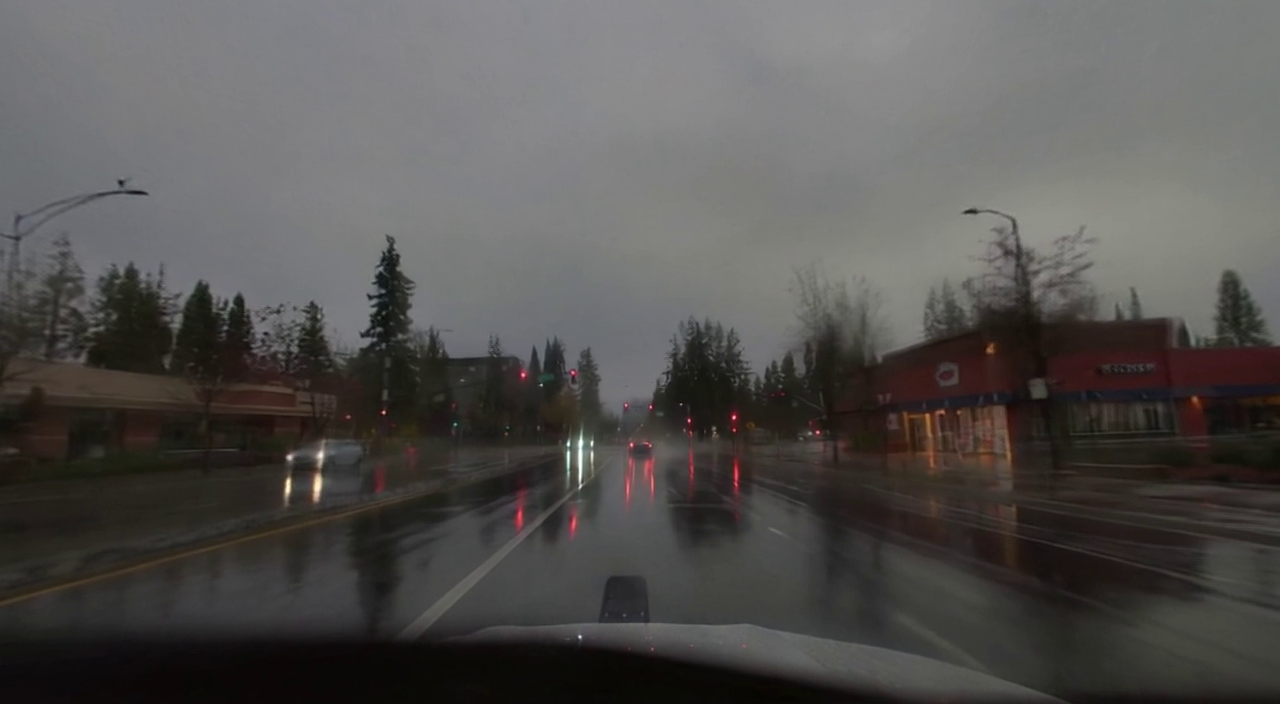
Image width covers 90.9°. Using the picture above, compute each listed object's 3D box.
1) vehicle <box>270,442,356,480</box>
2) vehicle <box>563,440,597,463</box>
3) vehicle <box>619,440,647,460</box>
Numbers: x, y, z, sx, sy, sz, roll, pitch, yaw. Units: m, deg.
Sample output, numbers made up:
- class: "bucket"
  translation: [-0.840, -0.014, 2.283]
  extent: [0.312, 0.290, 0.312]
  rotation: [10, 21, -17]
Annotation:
- class: "vehicle"
  translation: [-15.794, 5.256, 30.749]
  extent: [1.834, 1.694, 4.405]
  rotation: [0, -8, 0]
- class: "vehicle"
  translation: [-3.999, 6.706, 42.673]
  extent: [1.942, 1.497, 4.561]
  rotation: [0, -9, -1]
- class: "vehicle"
  translation: [-0.582, 7.582, 48.972]
  extent: [2.066, 1.482, 3.923]
  rotation: [0, -9, -1]
